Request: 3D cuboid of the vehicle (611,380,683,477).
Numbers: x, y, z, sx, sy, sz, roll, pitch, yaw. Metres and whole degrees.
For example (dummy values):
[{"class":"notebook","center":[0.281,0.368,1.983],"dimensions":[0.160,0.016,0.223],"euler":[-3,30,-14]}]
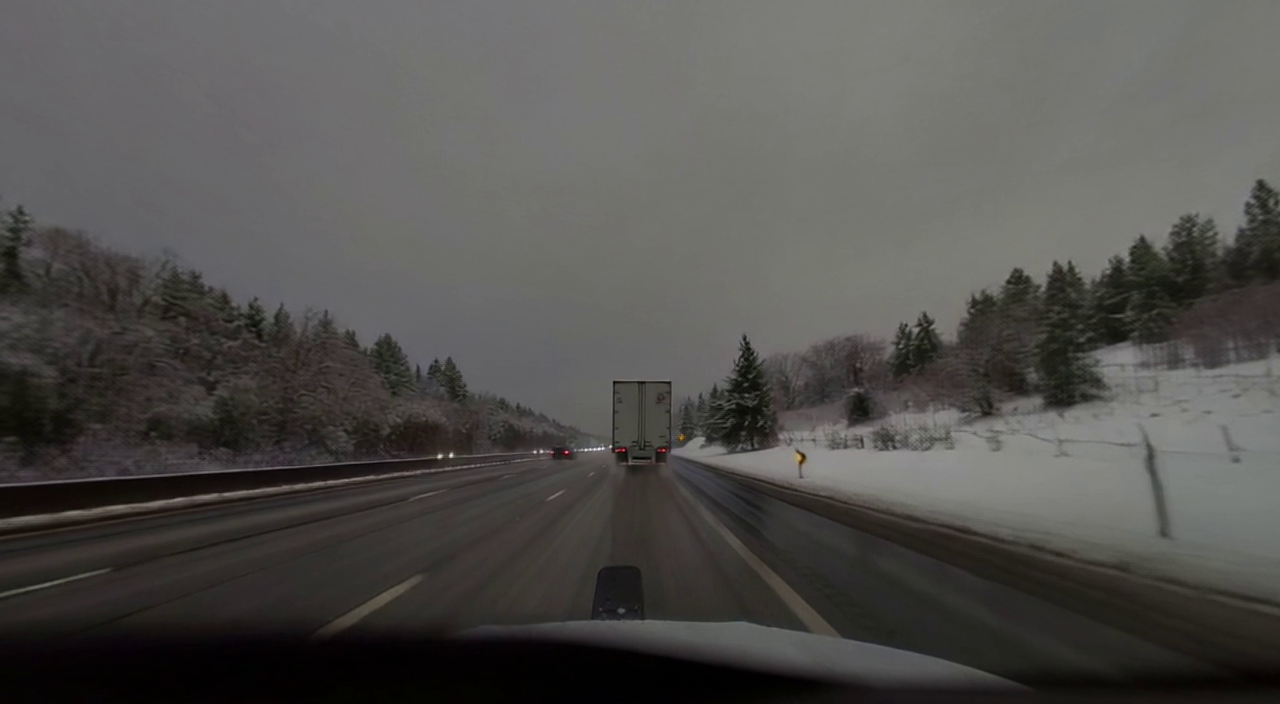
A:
[{"class":"vehicle","center":[0.171,4.107,32.769],"dimensions":[3.052,4.132,11.336],"euler":[0,-9,-1]}]
